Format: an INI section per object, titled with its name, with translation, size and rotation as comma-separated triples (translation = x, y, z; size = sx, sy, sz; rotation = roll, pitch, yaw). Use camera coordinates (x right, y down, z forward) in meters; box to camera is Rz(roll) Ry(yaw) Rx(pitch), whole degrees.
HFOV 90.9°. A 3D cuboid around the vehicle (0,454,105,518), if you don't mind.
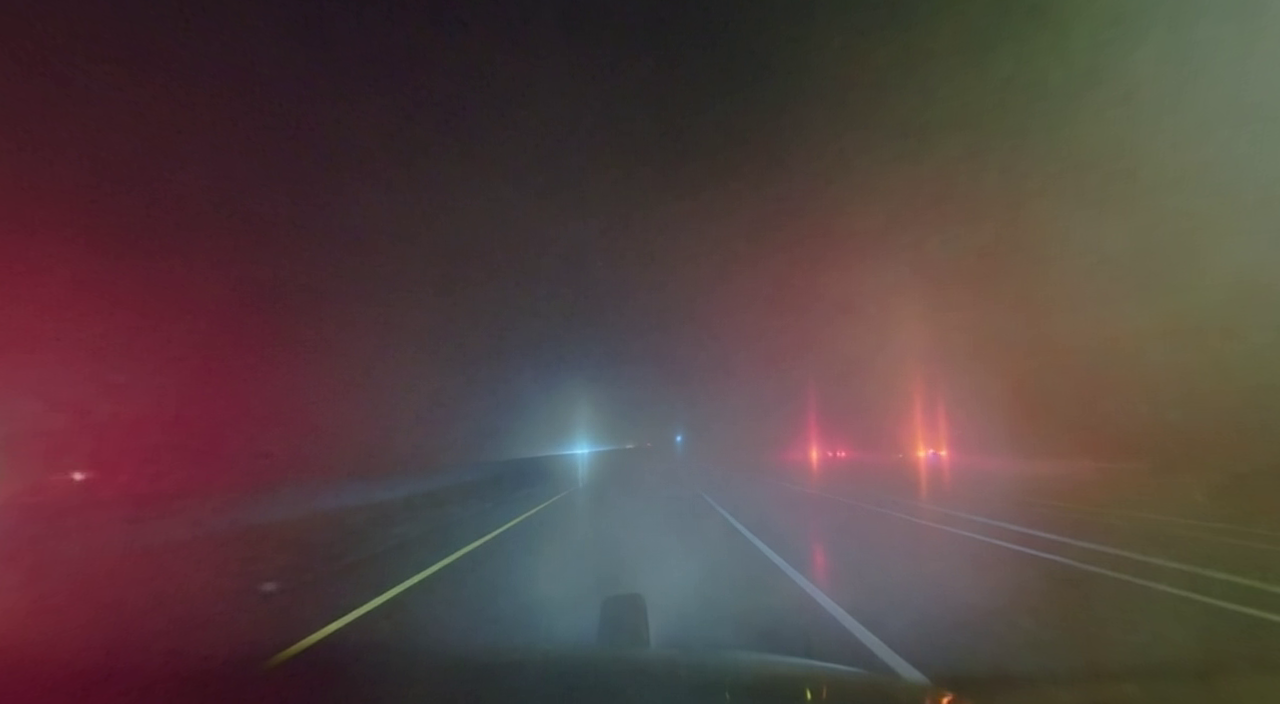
[vehicle]
translation = -32.616, 6.859, 32.561
size = 2.815, 3.027, 8.058
rotation = 0, -8, 1
